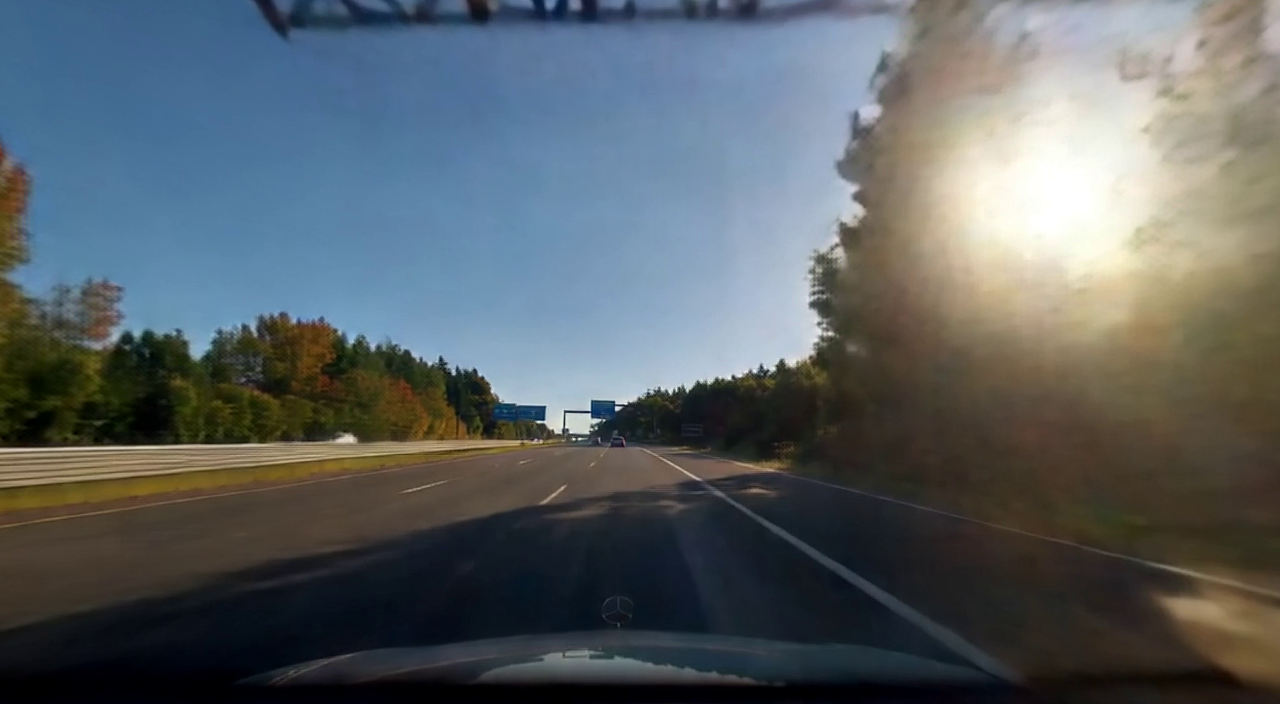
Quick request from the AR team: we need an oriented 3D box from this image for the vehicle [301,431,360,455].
[{"bbox_3d":[-21.300,6.276,43.511,1.839,1.514,4.616,0,-8,-2],"label":"vehicle"}]
